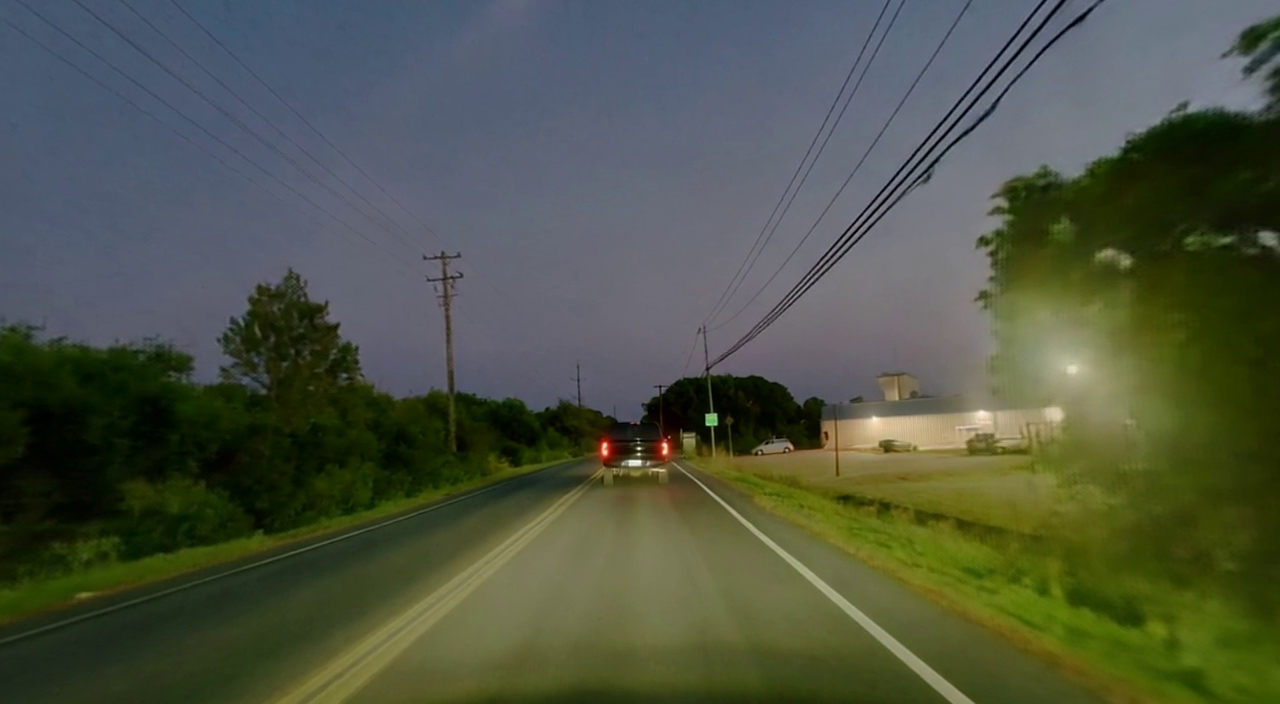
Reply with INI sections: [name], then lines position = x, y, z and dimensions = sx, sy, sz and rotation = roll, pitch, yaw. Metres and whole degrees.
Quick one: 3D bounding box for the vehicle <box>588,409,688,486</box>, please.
[vehicle]
position = -0.111, 3.436, 22.934
dimensions = 3.021, 2.326, 7.410
rotation = 0, -8, -1
